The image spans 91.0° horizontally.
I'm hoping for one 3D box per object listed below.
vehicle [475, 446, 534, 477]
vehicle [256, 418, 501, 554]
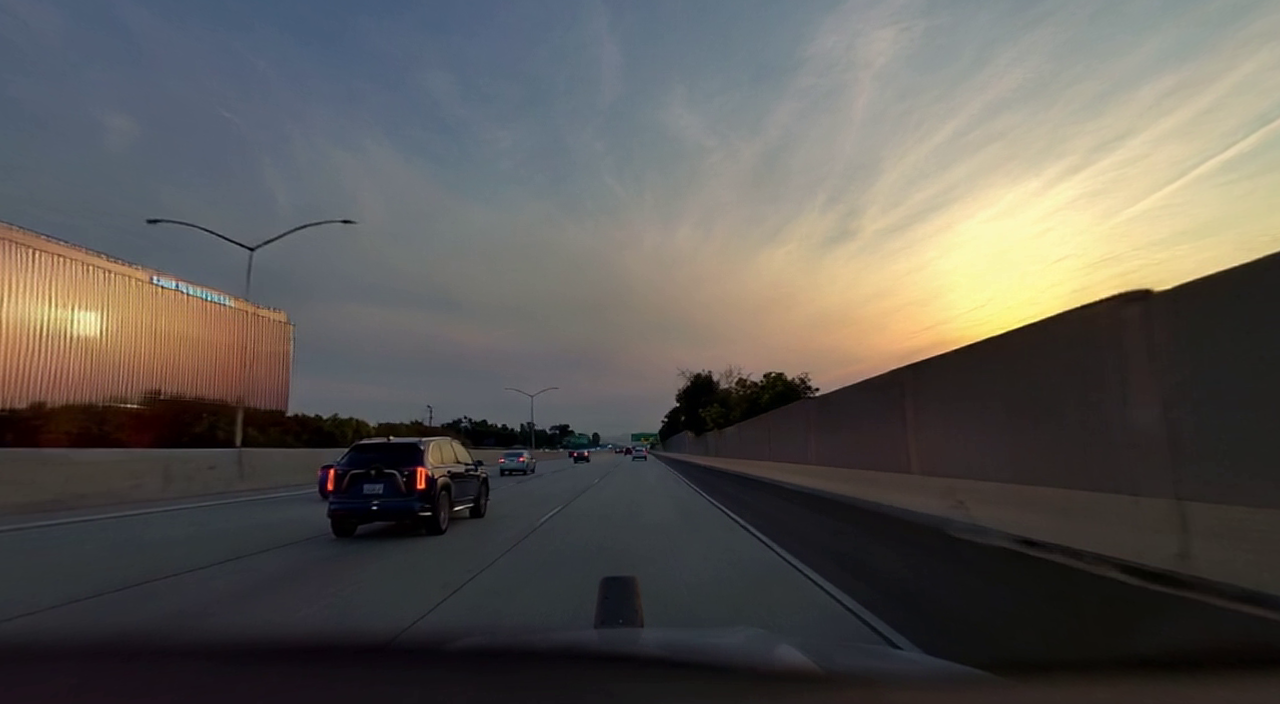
[{"bbox_3d":[-7.230,5.871,34.164,1.998,1.542,4.953,0,-9,1],"label":"vehicle"},{"bbox_3d":[-3.868,2.072,10.421,2.059,1.725,4.521,0,-9,1],"label":"vehicle"}]
